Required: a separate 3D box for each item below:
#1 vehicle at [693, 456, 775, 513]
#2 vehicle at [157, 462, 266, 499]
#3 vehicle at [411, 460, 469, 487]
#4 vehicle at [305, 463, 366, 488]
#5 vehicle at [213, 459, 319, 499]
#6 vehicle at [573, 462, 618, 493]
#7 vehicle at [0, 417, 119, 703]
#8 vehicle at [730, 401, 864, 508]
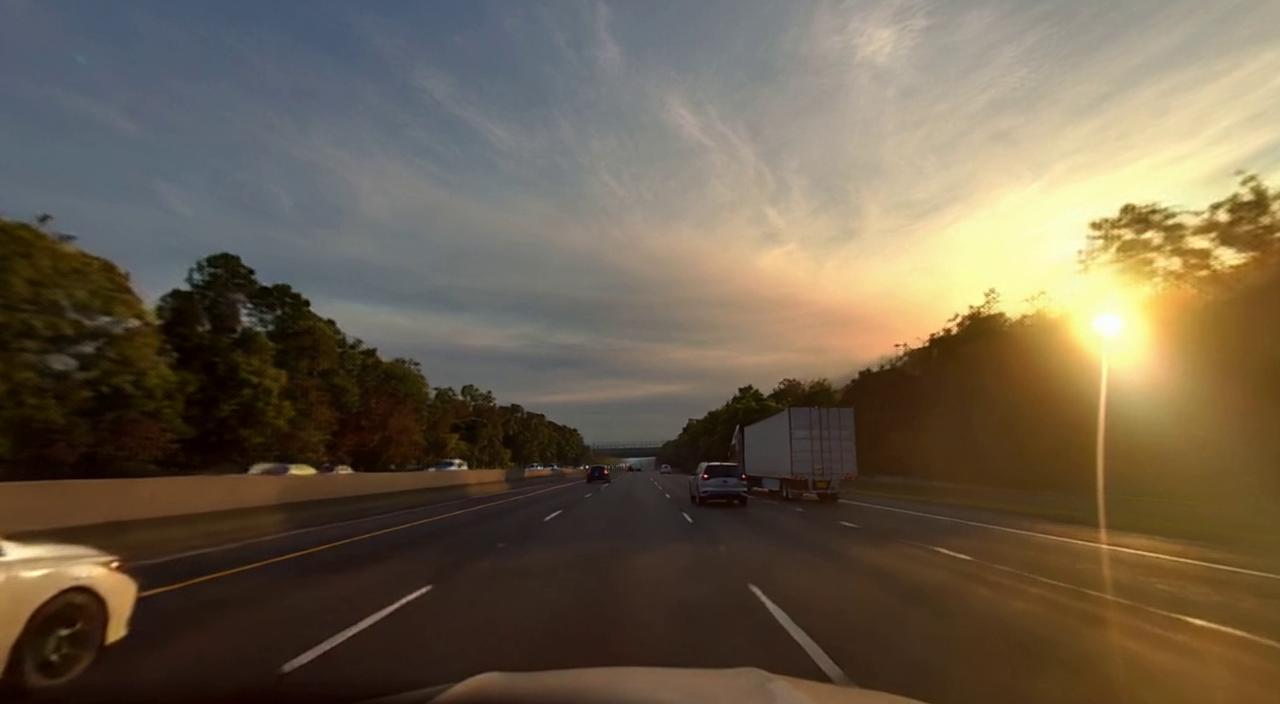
[{"bbox_3d":[3.085,4.480,21.567,2.050,1.708,4.457,1,-10,-1],"label":"vehicle"},{"bbox_3d":[-19.142,5.744,28.331,1.781,1.467,4.335,1,-10,1],"label":"vehicle"},{"bbox_3d":[-11.978,7.322,37.981,1.906,1.467,4.763,1,-10,0],"label":"vehicle"},{"bbox_3d":[-21.678,8.791,44.924,1.882,1.660,4.590,1,-10,1],"label":"vehicle"},{"bbox_3d":[-15.219,5.178,25.868,1.792,1.463,4.065,1,-10,0],"label":"vehicle"},{"bbox_3d":[-2.354,6.819,34.274,2.025,1.547,4.150,1,-10,1],"label":"vehicle"},{"bbox_3d":[-3.836,0.691,0.925,2.065,1.485,4.682,1,-10,0],"label":"vehicle"},{"bbox_3d":[7.424,5.566,33.470,2.883,4.151,17.144,1,-10,0],"label":"vehicle"}]
